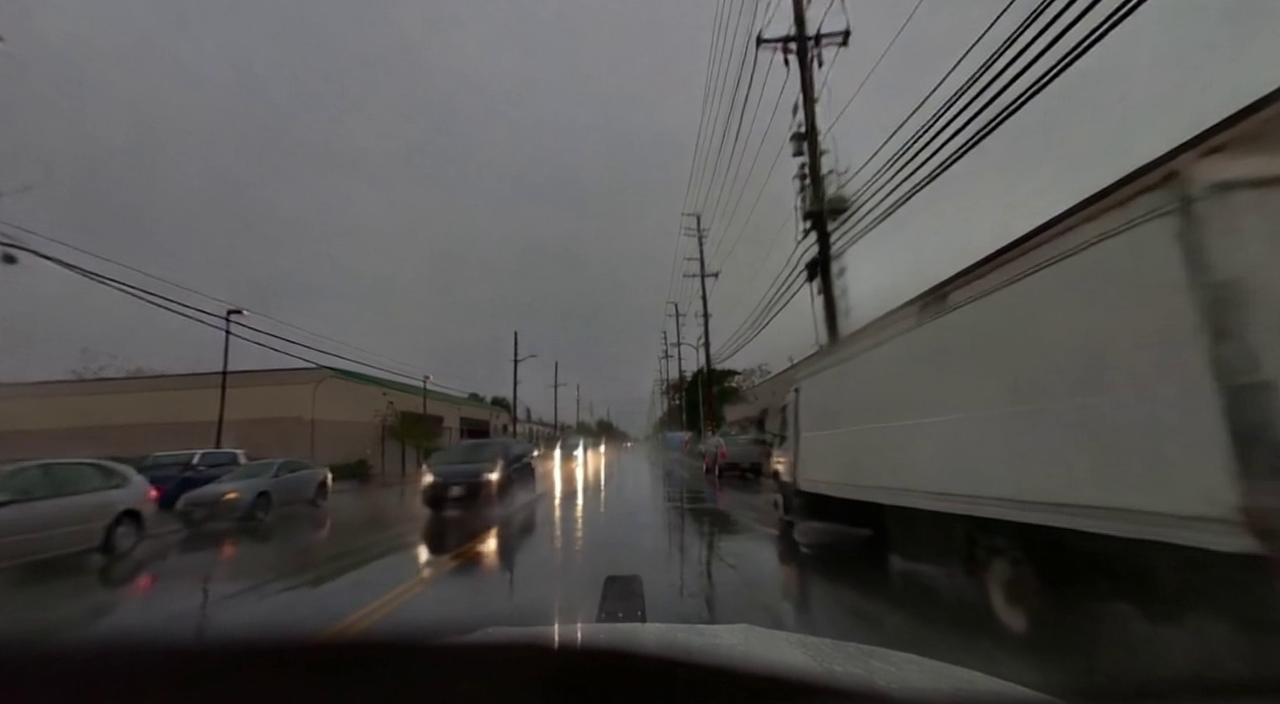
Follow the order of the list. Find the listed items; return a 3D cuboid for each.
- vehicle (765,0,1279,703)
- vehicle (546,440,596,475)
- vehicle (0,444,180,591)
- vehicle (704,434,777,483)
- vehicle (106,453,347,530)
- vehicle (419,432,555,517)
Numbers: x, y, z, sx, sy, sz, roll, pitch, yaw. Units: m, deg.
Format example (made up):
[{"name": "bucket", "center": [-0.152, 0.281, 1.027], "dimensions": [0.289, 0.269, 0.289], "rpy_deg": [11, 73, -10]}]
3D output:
[{"name": "vehicle", "center": [3.507, 0.324, 6.188], "dimensions": [2.874, 3.757, 8.612], "rpy_deg": [2, -9, 1]}, {"name": "vehicle", "center": [-3.603, 5.642, 33.983], "dimensions": [2.100, 1.723, 4.433], "rpy_deg": [-1, -9, 1]}, {"name": "vehicle", "center": [-8.241, 2.037, 7.619], "dimensions": [1.954, 1.622, 4.761], "rpy_deg": [-5, -8, -1]}, {"name": "vehicle", "center": [3.846, 4.155, 25.014], "dimensions": [2.092, 1.730, 4.595], "rpy_deg": [0, -9, 0]}, {"name": "vehicle", "center": [-10.360, 3.503, 16.199], "dimensions": [4.757, 1.537, 1.957], "rpy_deg": [-2, -8, -5]}, {"name": "vehicle", "center": [-3.381, 2.794, 14.872], "dimensions": [2.061, 1.679, 4.042], "rpy_deg": [-1, -9, 2]}]
